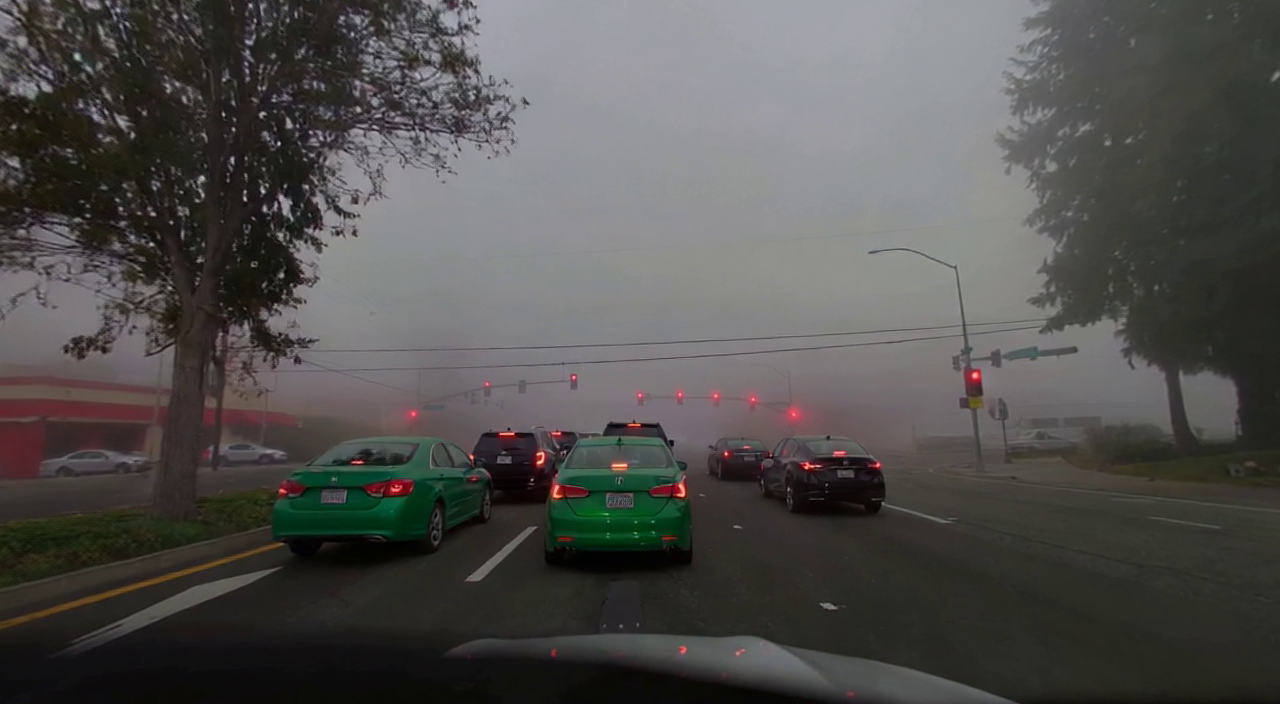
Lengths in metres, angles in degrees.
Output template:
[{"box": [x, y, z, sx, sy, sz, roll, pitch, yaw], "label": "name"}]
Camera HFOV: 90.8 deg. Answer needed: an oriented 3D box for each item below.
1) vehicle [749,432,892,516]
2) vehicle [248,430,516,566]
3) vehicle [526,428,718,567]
[{"box": [3.556, 2.465, 13.267, 1.880, 1.476, 3.932, 0, -8, 1], "label": "vehicle"}, {"box": [-3.200, 1.884, 8.940, 1.917, 1.441, 4.128, -1, -8, 2], "label": "vehicle"}, {"box": [-0.199, 1.836, 8.705, 2.041, 1.450, 3.847, 0, -8, 0], "label": "vehicle"}]
